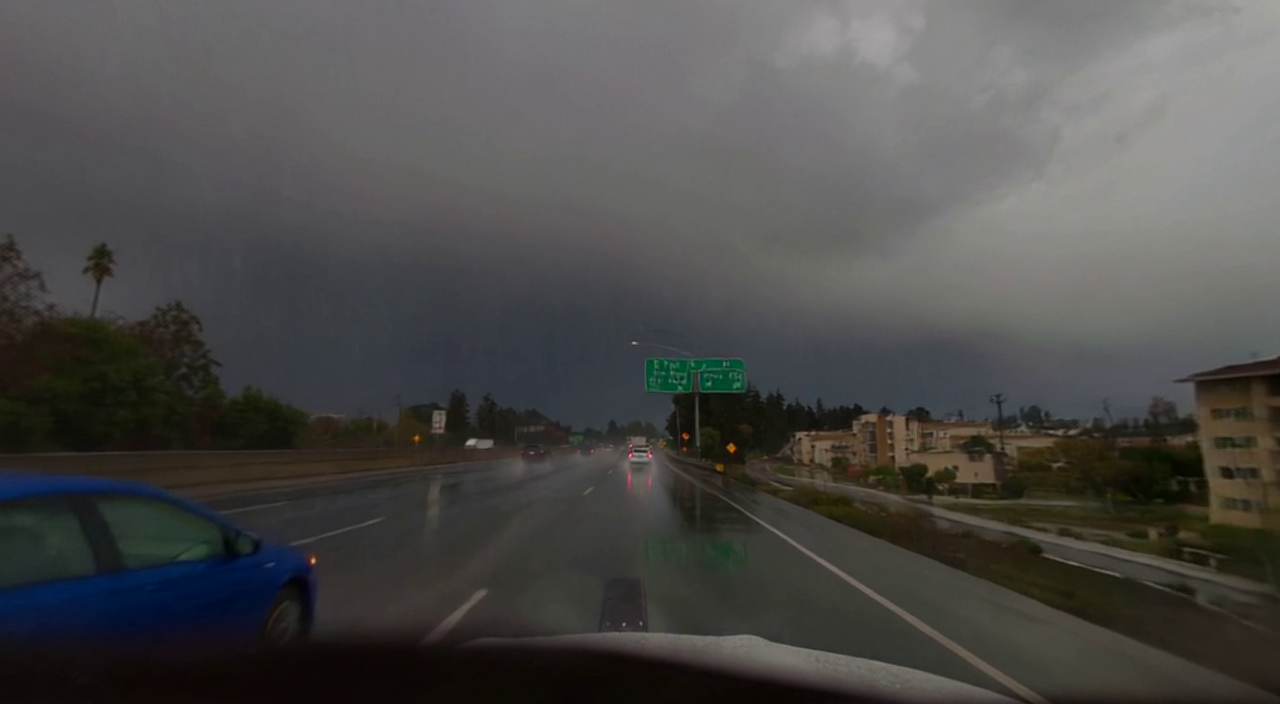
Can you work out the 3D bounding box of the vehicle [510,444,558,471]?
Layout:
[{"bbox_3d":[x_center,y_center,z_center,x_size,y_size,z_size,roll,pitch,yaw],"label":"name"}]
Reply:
[{"bbox_3d":[-6.345,6.343,38.304,2.075,1.528,4.327,0,-8,1],"label":"vehicle"}]

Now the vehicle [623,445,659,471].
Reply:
[{"bbox_3d":[0.048,6.356,38.006,2.051,1.443,3.770,0,-8,0],"label":"vehicle"}]
